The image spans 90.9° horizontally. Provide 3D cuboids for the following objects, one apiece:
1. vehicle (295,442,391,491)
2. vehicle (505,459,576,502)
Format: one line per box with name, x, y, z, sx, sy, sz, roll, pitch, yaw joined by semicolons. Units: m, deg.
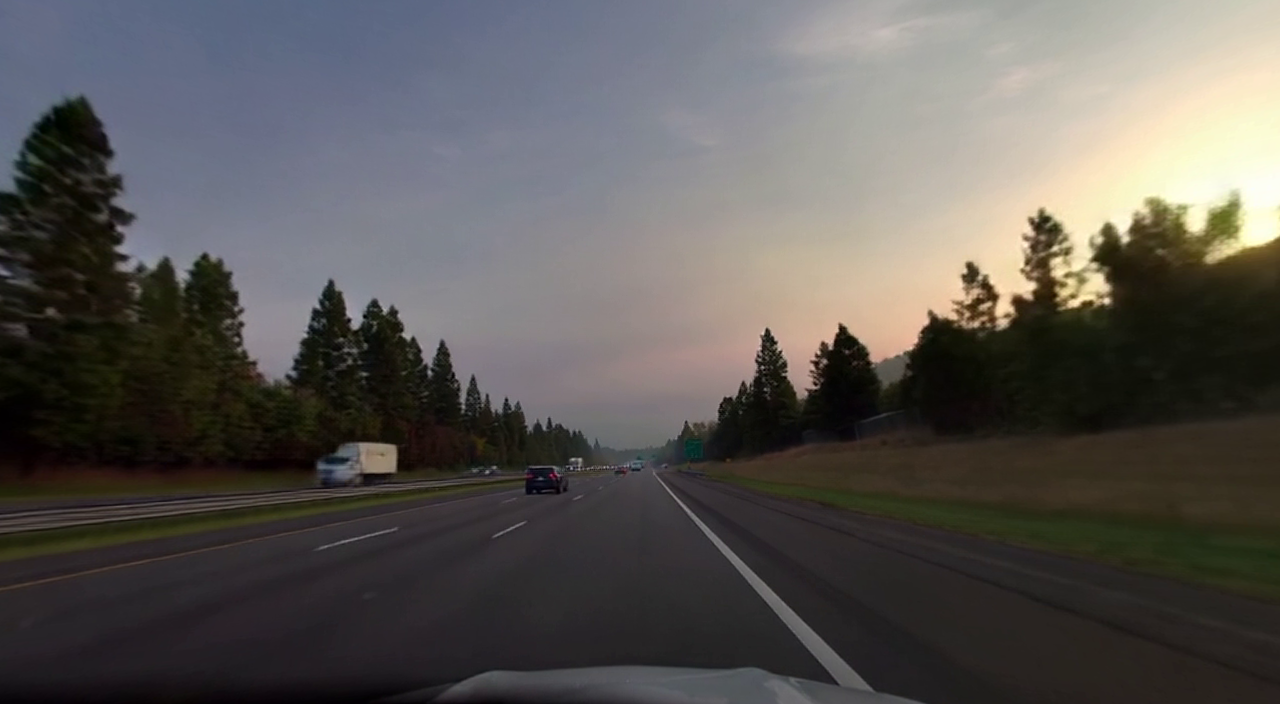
vehicle;-17.734;6.944;38.233;2.261;2.667;7.060;0;-10;1
vehicle;-3.788;5.019;24.883;2.043;1.486;4.442;0;-10;0
